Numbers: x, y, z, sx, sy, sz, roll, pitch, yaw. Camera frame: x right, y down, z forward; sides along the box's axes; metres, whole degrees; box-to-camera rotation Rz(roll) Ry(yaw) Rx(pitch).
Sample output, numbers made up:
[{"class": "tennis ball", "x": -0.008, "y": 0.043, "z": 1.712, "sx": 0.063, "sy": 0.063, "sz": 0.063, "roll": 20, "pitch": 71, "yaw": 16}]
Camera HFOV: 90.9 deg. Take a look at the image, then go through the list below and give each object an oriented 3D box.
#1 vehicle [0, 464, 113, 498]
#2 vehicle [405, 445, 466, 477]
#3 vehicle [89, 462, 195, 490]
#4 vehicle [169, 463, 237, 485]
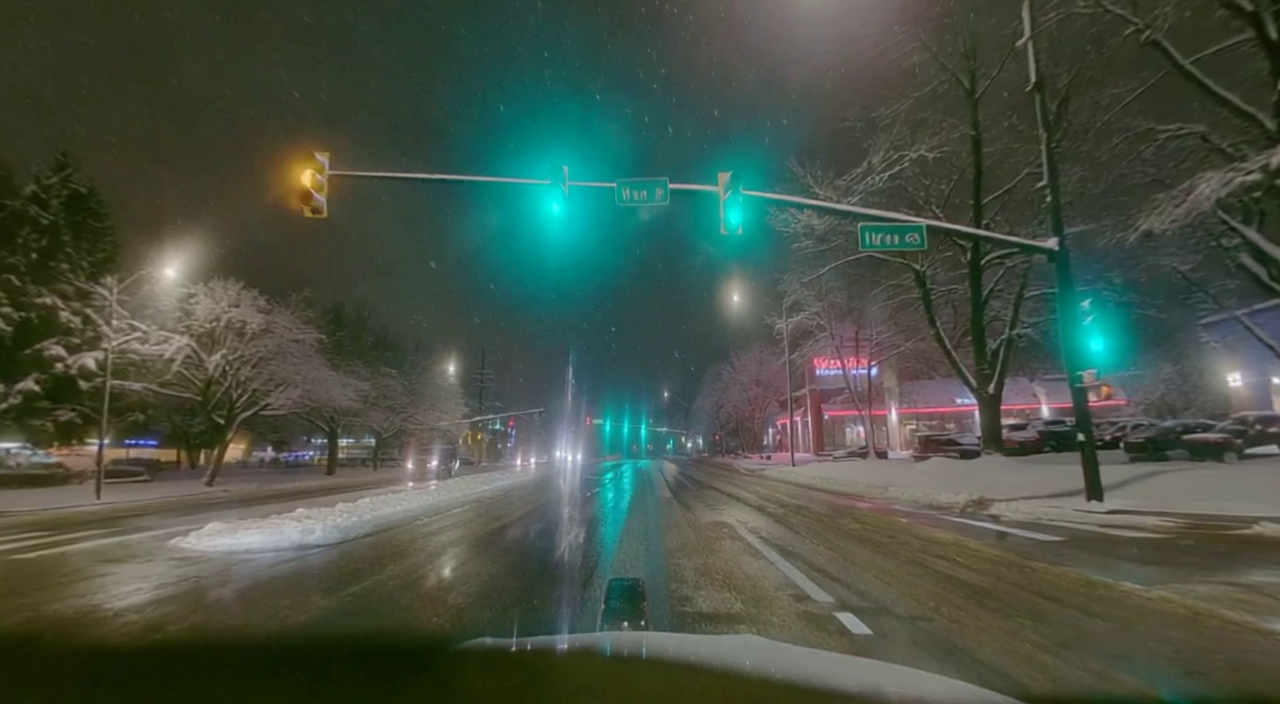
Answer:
[{"class": "vehicle", "x": -30.898, "y": 6.723, "z": 32.971, "sx": 4.667, "sy": 1.495, "sz": 2.056, "roll": 4, "pitch": -9, "yaw": -26}, {"class": "vehicle", "x": -14.464, "y": 7.729, "z": 44.977, "sx": 2.315, "sy": 1.998, "sz": 5.808, "roll": -3, "pitch": -8, "yaw": 1}, {"class": "vehicle", "x": -30.802, "y": 7.653, "z": 39.191, "sx": 4.731, "sy": 1.486, "sz": 2.187, "roll": 4, "pitch": -9, "yaw": -27}, {"class": "vehicle", "x": -31.433, "y": 8.758, "z": 45.408, "sx": 3.590, "sy": 1.441, "sz": 1.605, "roll": 2, "pitch": -8, "yaw": -15}]
